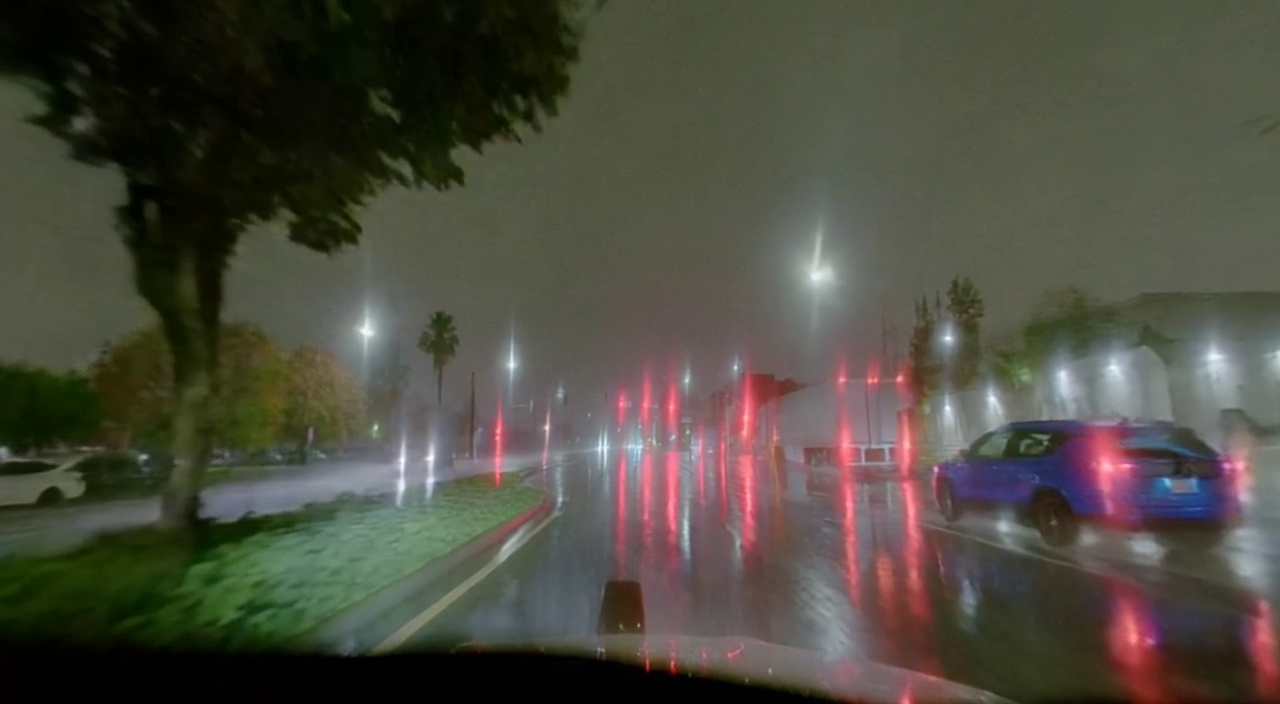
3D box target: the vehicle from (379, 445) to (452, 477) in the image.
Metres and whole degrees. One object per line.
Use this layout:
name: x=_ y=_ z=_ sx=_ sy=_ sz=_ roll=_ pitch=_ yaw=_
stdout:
vehicle: x=-11.247 y=5.487 z=32.057 sx=1.954 sy=1.496 sz=4.590 roll=0 pitch=-8 yaw=1

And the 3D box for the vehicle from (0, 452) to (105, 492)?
vehicle: x=-24.751 y=4.819 z=25.479 sx=4.499 sy=1.507 sz=1.978 roll=0 pitch=-8 yaw=0

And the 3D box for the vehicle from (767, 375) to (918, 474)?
vehicle: x=10.310 y=4.287 z=35.420 sx=2.975 sy=4.201 sz=17.050 roll=0 pitch=-8 yaw=0

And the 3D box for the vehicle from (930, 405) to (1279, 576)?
vehicle: x=6.227 y=1.773 z=8.912 sx=2.012 sy=1.754 sz=4.635 roll=0 pitch=-8 yaw=-1
